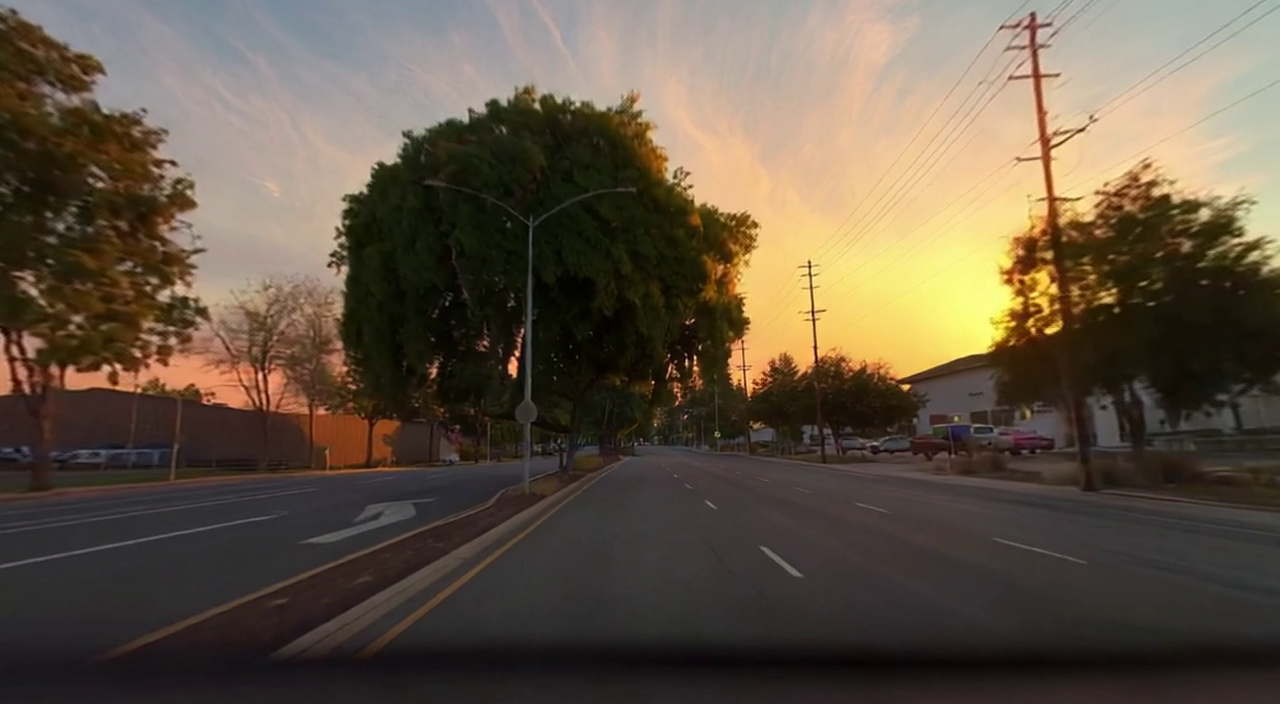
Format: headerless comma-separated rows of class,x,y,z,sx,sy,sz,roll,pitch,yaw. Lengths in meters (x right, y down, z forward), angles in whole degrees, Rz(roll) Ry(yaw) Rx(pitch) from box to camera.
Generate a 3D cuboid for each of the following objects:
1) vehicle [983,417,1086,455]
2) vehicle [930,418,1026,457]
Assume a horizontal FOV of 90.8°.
vehicle,22.262,4.795,35.976,2.269,1.949,5.193,-1,-8,-2
vehicle,18.790,4.828,35.509,2.228,1.991,5.447,0,-9,-2
